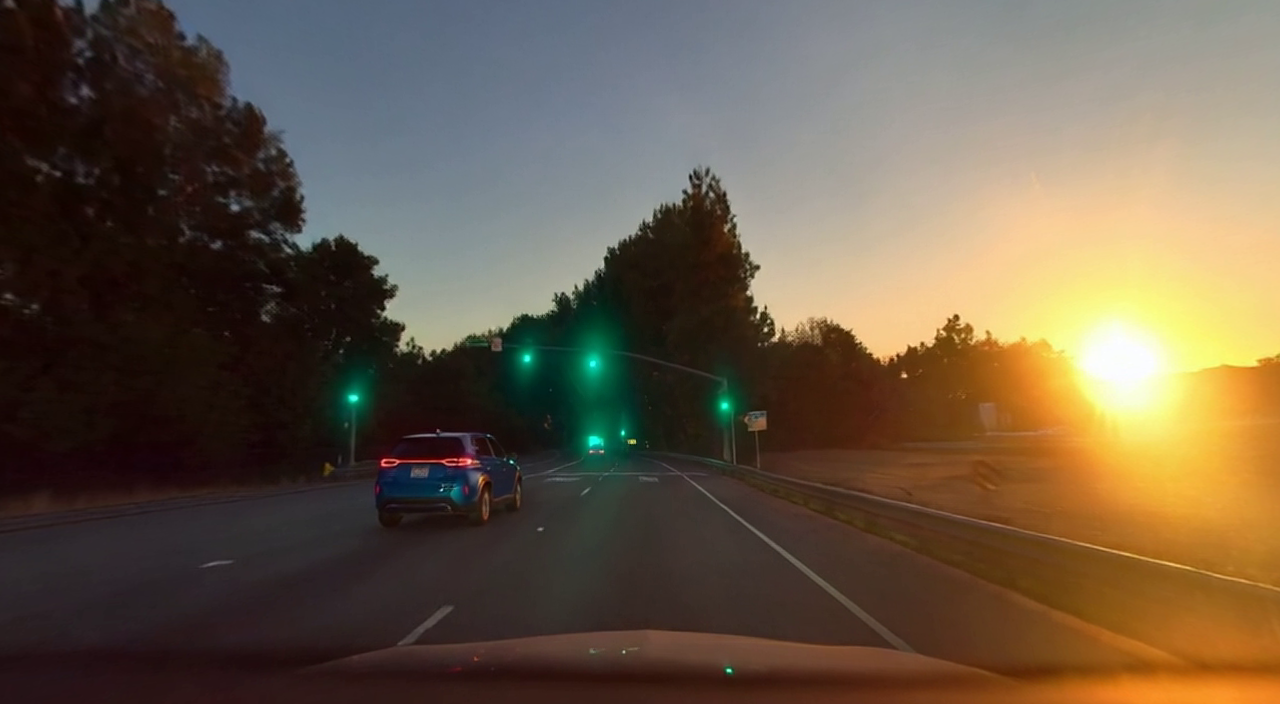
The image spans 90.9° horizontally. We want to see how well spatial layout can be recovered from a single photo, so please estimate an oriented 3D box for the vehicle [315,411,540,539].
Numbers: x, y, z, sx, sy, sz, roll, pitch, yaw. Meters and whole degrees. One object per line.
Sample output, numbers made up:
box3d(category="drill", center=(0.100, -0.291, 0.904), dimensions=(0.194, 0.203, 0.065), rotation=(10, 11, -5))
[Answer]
box3d(category="vehicle", center=(-3.506, 2.158, 11.759), dimensions=(2.336, 1.857, 4.986), rotation=(0, -8, 1))
